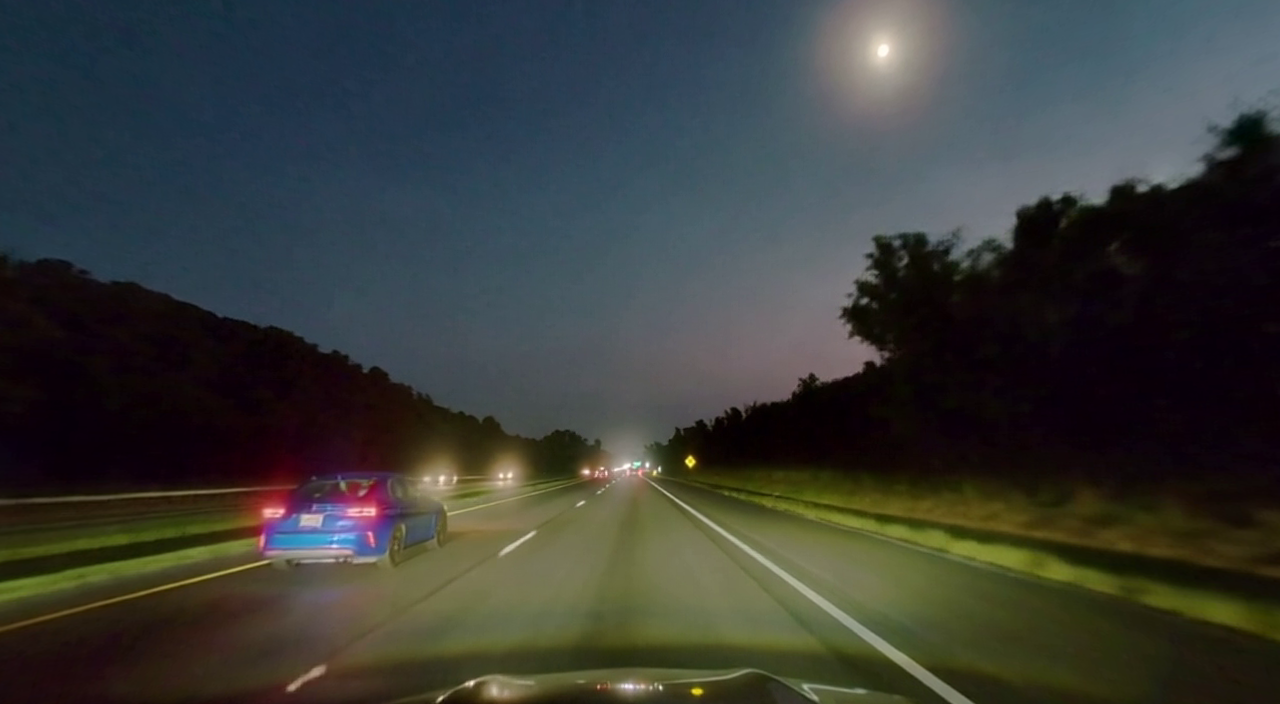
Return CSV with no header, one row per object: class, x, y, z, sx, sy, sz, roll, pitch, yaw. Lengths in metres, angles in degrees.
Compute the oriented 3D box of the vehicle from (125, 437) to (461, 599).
vehicle,-3.953,1.990,8.201,2.017,1.516,4.041,1,-11,0
